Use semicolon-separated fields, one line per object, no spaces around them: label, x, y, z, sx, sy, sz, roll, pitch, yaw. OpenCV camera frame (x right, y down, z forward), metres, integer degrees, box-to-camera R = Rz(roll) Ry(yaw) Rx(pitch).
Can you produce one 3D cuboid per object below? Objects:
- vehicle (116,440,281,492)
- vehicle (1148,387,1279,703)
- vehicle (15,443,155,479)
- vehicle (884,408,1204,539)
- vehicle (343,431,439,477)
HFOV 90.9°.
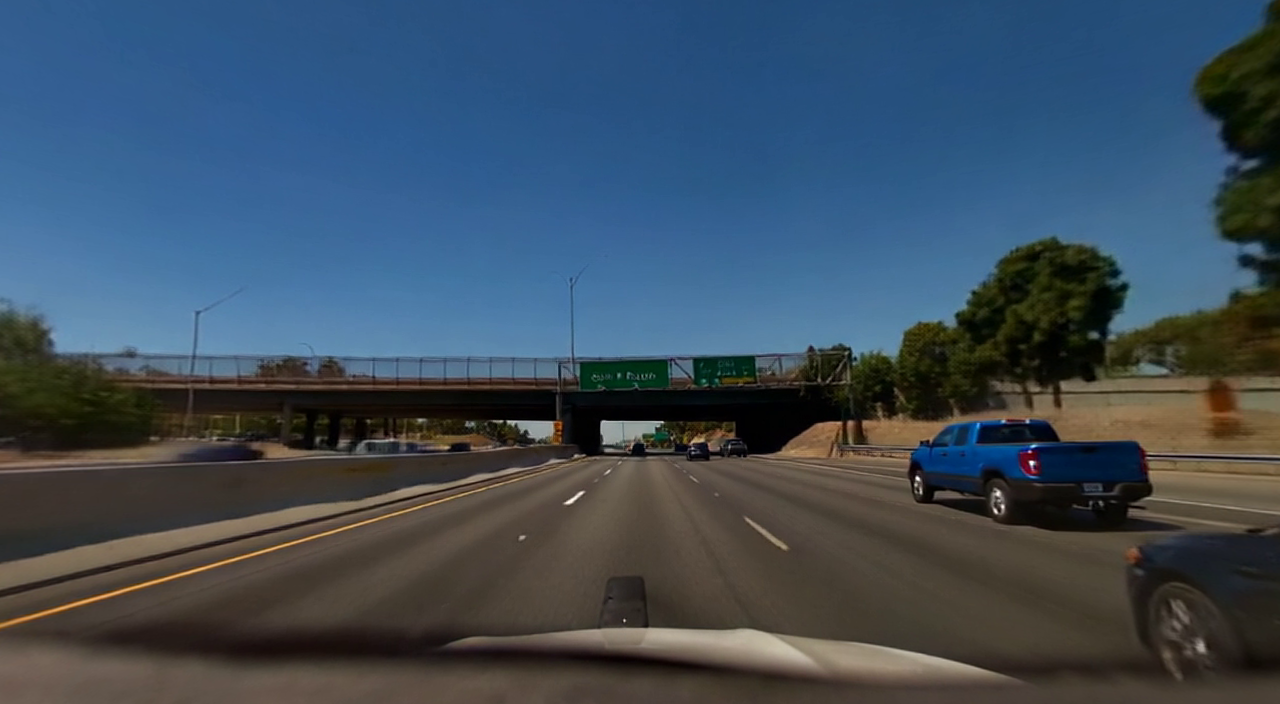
vehicle;-14.425;3.718;21.076;1.963;1.498;4.861;0;-8;1
vehicle;3.198;0.596;0.163;2.119;1.524;4.807;0;-8;0
vehicle;-24.795;4.843;28.469;1.914;1.462;4.781;0;-8;0
vehicle;6.925;2.164;12.019;2.182;1.852;5.926;0;-8;0
vehicle;-11.298;4.663;29.148;2.202;1.907;5.474;0;-8;0
